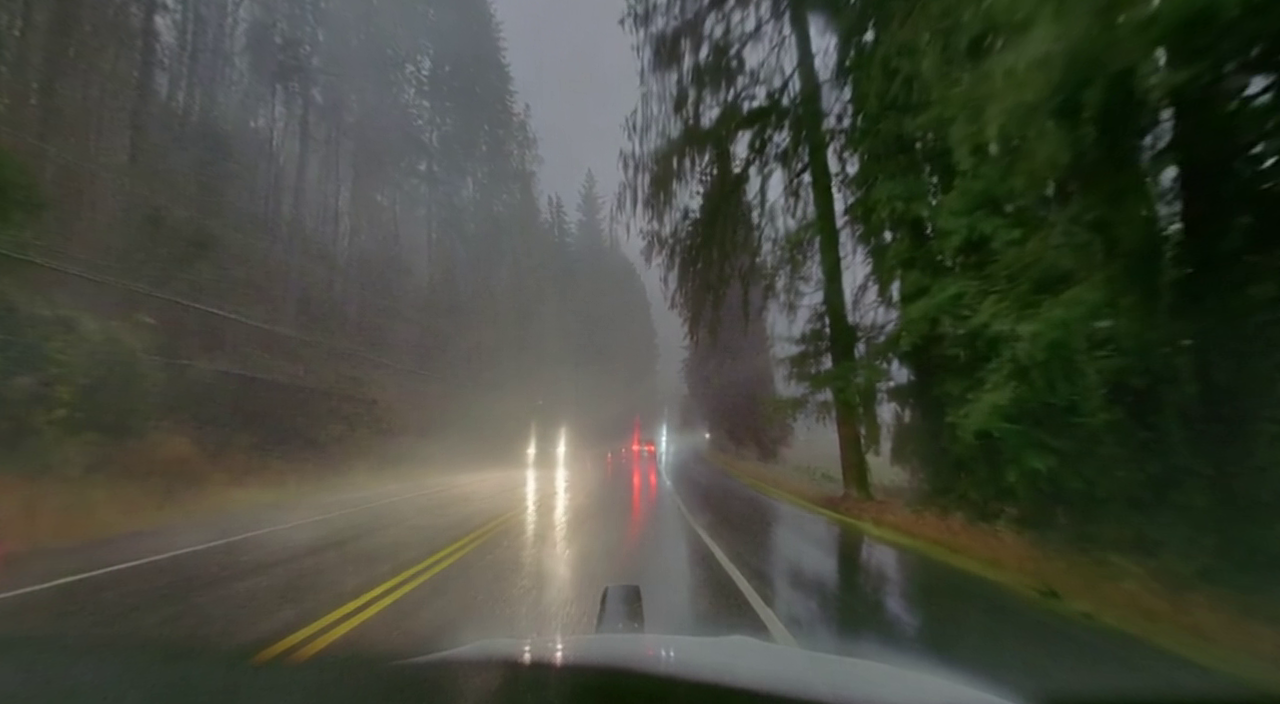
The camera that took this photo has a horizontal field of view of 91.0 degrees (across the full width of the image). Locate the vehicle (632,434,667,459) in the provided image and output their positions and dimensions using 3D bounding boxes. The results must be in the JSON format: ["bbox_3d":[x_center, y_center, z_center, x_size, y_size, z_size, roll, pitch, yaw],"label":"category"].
[{"bbox_3d":[0.640,6.108,40.524,2.042,1.489,3.963,-1,-9,3],"label":"vehicle"}]

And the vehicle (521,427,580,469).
[{"bbox_3d":[-4.343,4.760,31.253,2.079,1.880,4.493,-1,-9,2],"label":"vehicle"}]
